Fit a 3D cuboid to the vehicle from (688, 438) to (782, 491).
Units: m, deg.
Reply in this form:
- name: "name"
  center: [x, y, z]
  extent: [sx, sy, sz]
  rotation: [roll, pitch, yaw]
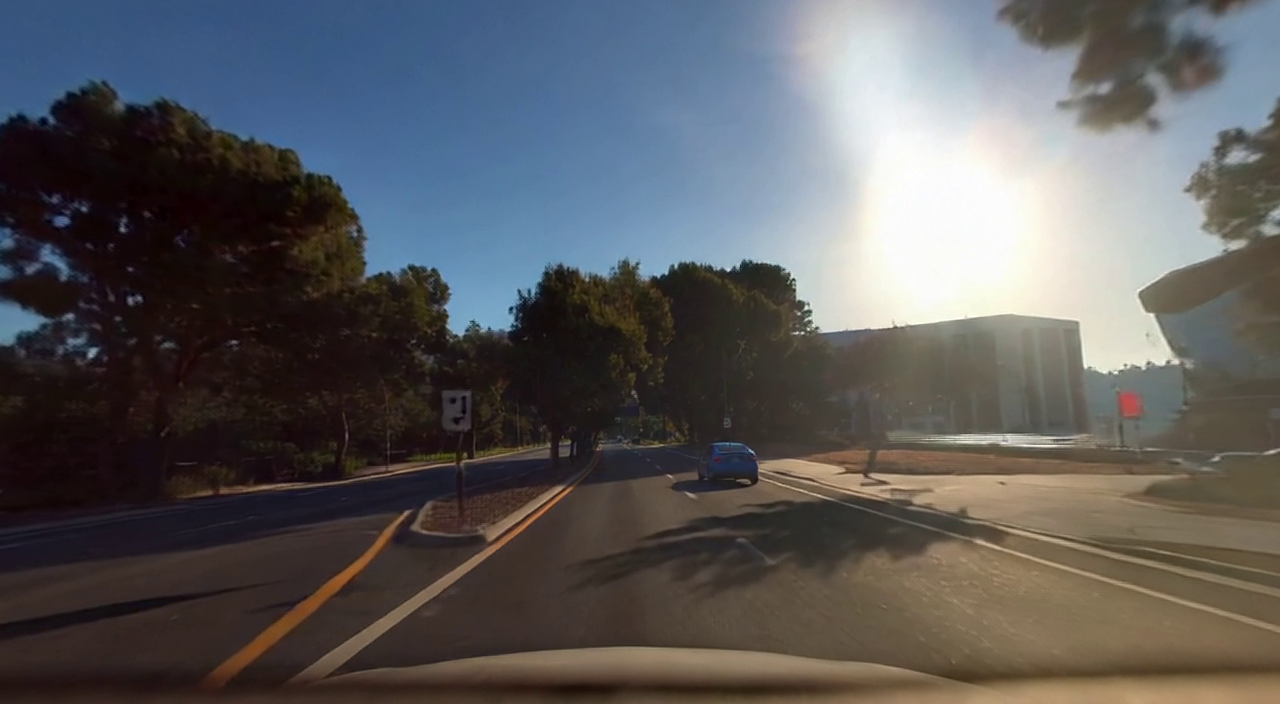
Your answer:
- name: "vehicle"
  center: [2.898, 3.551, 20.350]
  extent: [2.114, 1.493, 4.430]
  rotation: [0, -9, -3]
